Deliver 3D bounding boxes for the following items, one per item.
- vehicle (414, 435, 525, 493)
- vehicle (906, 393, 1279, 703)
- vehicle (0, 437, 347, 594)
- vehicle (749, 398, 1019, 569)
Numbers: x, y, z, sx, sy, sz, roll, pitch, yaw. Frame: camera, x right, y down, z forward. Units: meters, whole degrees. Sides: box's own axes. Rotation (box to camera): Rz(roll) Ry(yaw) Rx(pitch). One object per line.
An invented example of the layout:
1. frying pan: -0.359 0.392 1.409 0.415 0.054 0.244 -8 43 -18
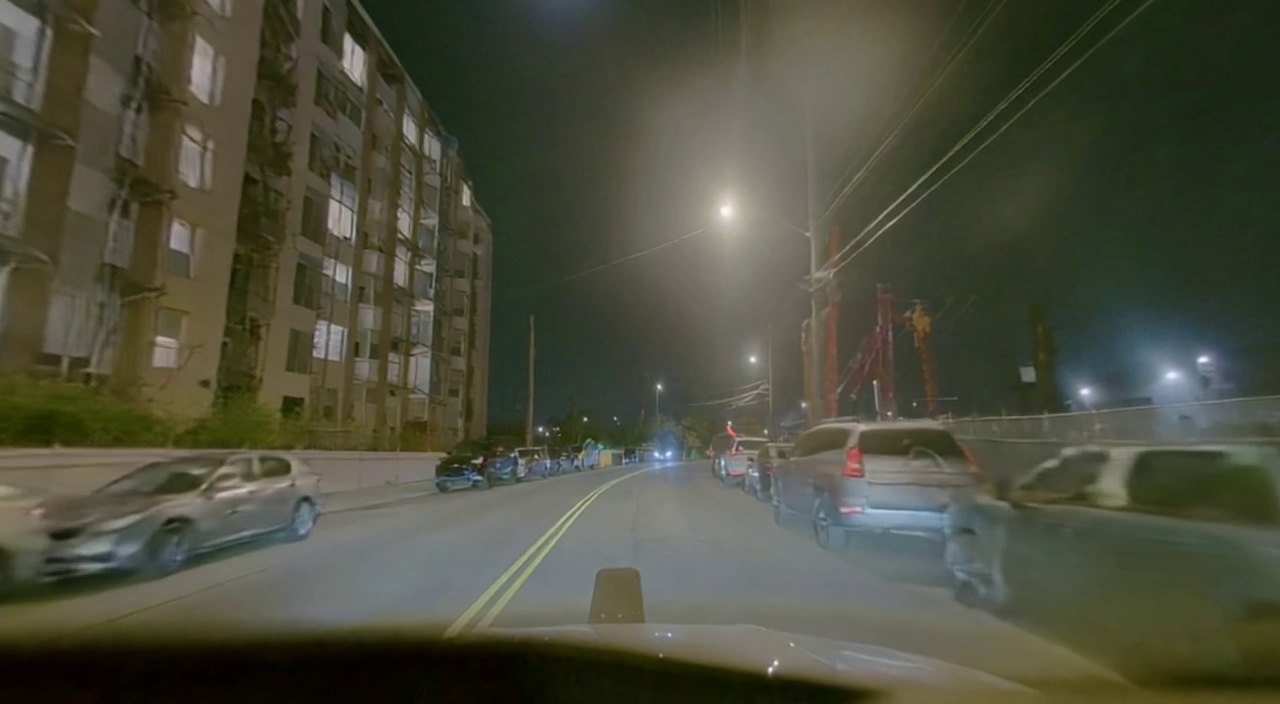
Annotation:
1. vehicle: -6.139 4.128 23.604 2.194 1.861 5.725 -1 -9 4
2. vehicle: 3.678 1.150 3.742 2.017 1.600 4.965 0 -9 0
3. vehicle: -6.174 2.041 8.887 2.039 1.591 4.671 0 -9 -3
4. vehicle: 3.108 1.811 9.393 2.000 1.871 4.797 0 -9 -1
